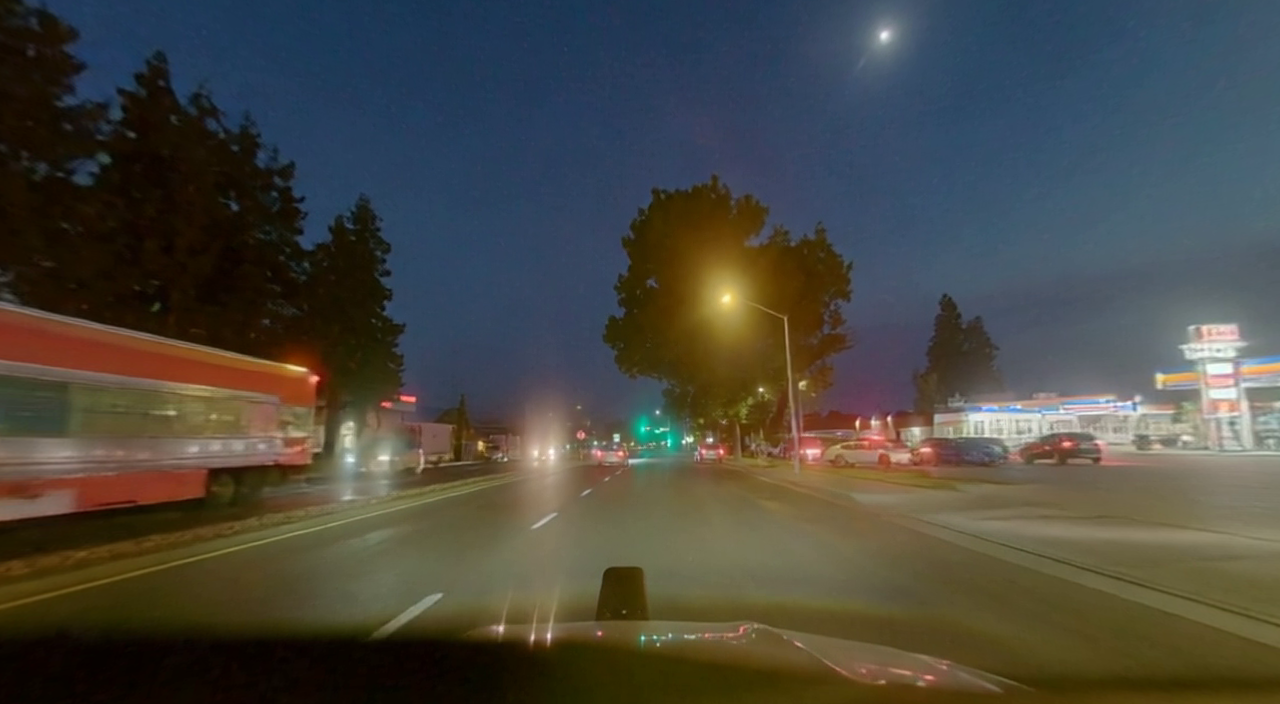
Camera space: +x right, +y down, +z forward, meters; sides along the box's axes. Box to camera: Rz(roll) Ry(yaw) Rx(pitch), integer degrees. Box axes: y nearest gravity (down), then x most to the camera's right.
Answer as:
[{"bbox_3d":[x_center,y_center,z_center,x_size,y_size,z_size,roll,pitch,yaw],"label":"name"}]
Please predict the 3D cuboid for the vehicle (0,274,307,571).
[{"bbox_3d":[-8.677,0.793,6.783,3.056,3.289,13.199,-2,-8,0],"label":"vehicle"}]

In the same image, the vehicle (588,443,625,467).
[{"bbox_3d":[-2.007,6.411,39.264,1.959,1.406,4.272,0,-9,2],"label":"vehicle"}]

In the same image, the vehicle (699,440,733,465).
[{"bbox_3d":[5.658,7.565,47.541,2.179,1.709,4.512,0,-9,2],"label":"vehicle"}]

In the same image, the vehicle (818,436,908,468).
[{"bbox_3d":[12.769,5.738,36.293,4.454,1.776,1.891,0,-9,2],"label":"vehicle"}]

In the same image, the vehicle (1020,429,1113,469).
[{"bbox_3d":[21.599,4.984,32.206,2.060,1.865,4.542,-1,-9,8],"label":"vehicle"}]

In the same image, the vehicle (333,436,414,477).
[{"bbox_3d":[-14.008,5.516,33.522,2.060,2.017,4.660,0,-9,3],"label":"vehicle"}]
